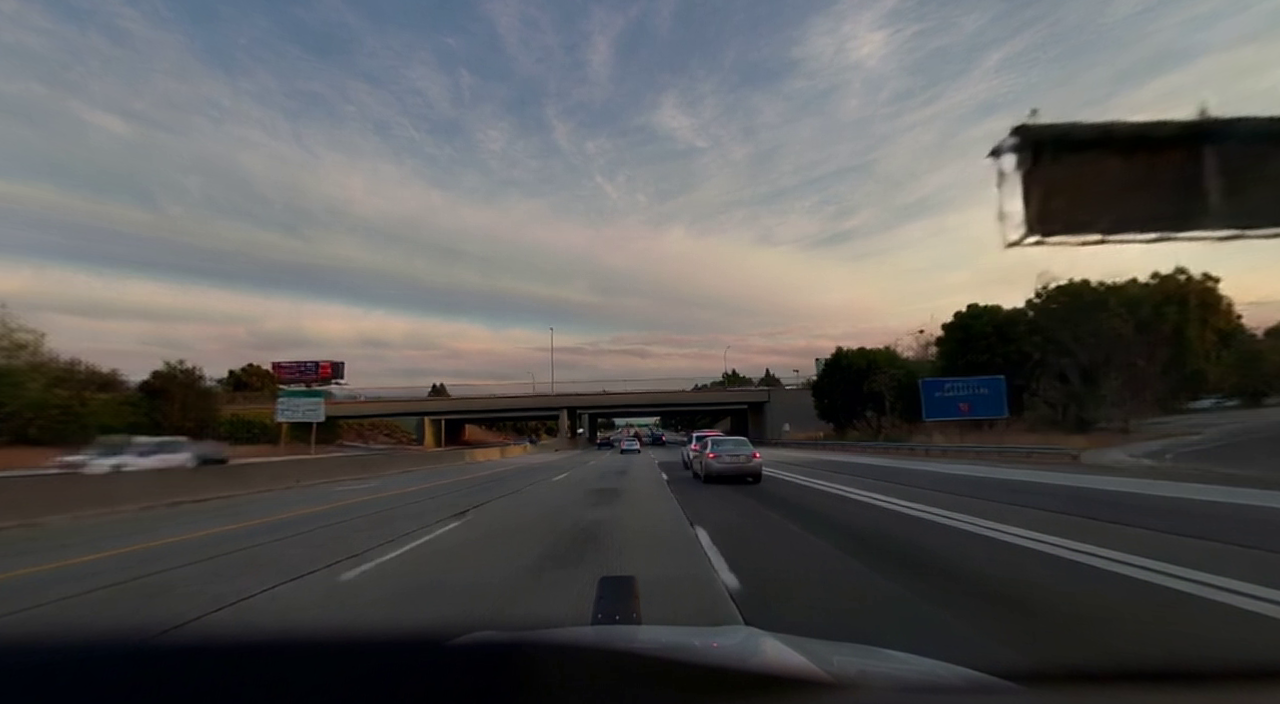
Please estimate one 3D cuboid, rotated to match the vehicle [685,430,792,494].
[{"bbox_3d":[2.730,3.205,18.863,2.240,1.646,4.949,0,-8,-2],"label":"vehicle"}]
